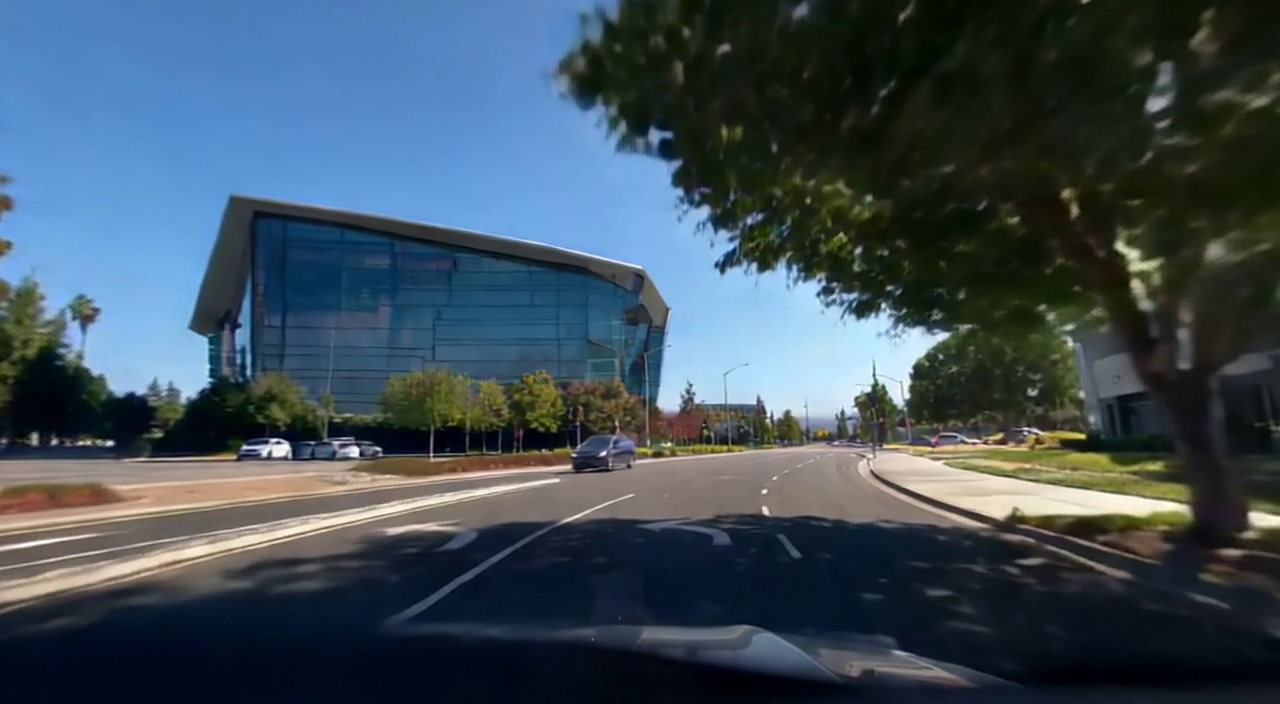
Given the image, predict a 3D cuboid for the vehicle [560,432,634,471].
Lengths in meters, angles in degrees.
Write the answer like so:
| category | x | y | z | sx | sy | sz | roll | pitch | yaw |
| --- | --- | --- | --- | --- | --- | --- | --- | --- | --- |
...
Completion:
| category | x | y | z | sx | sy | sz | roll | pitch | yaw |
| --- | --- | --- | --- | --- | --- | --- | --- | --- | --- |
| vehicle | -1.937 | 4.718 | 30.115 | 2.117 | 1.683 | 4.565 | -3 | -9 | 16 |
